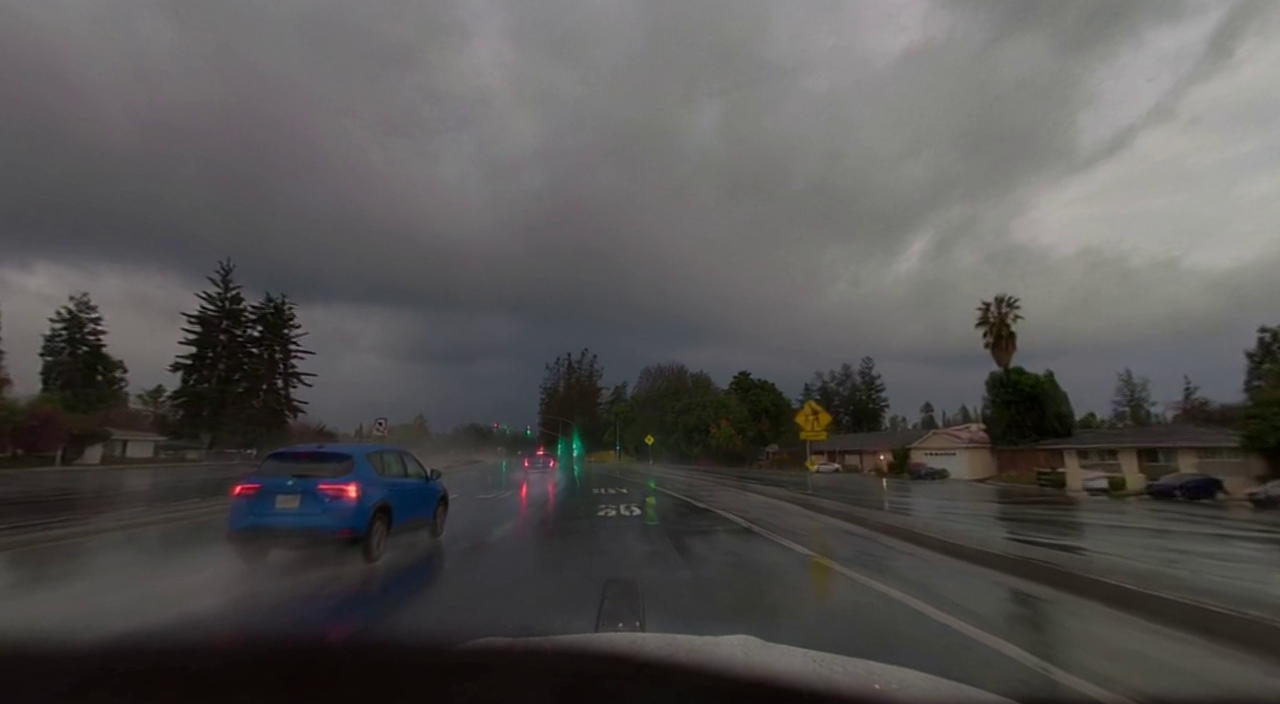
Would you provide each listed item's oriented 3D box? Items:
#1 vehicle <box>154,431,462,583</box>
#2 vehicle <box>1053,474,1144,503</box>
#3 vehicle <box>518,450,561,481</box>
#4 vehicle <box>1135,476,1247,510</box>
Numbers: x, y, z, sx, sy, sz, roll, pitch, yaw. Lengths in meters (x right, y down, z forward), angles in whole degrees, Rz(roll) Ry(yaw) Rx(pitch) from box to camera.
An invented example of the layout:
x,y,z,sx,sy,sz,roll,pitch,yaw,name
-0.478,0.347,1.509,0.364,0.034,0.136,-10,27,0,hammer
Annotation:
x,y,z,sx,sy,sz,roll,pitch,yaw,name
-4.252,2.027,9.217,2.098,1.613,4.606,0,-9,-2,vehicle
32.135,9.567,44.530,1.820,1.626,5.319,2,-9,-9,vehicle
-5.229,5.953,33.294,1.904,1.476,3.736,1,-9,-5,vehicle
33.307,8.510,38.447,1.967,1.647,4.948,1,-9,-8,vehicle
